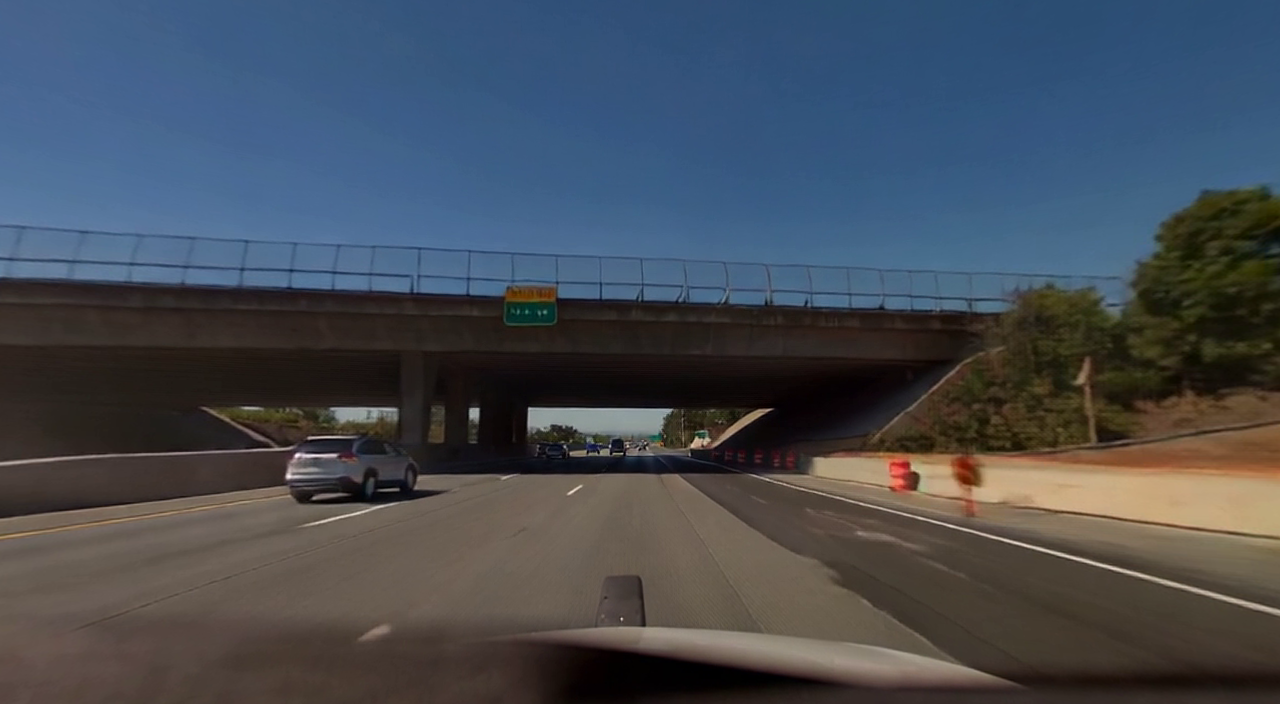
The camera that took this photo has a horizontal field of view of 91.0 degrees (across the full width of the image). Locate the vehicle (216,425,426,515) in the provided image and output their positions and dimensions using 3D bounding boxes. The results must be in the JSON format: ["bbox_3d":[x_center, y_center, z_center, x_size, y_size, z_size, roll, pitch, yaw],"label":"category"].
[{"bbox_3d":[-6.993,2.641,14.659,2.169,1.701,5.113,0,-8,0],"label":"vehicle"}]
